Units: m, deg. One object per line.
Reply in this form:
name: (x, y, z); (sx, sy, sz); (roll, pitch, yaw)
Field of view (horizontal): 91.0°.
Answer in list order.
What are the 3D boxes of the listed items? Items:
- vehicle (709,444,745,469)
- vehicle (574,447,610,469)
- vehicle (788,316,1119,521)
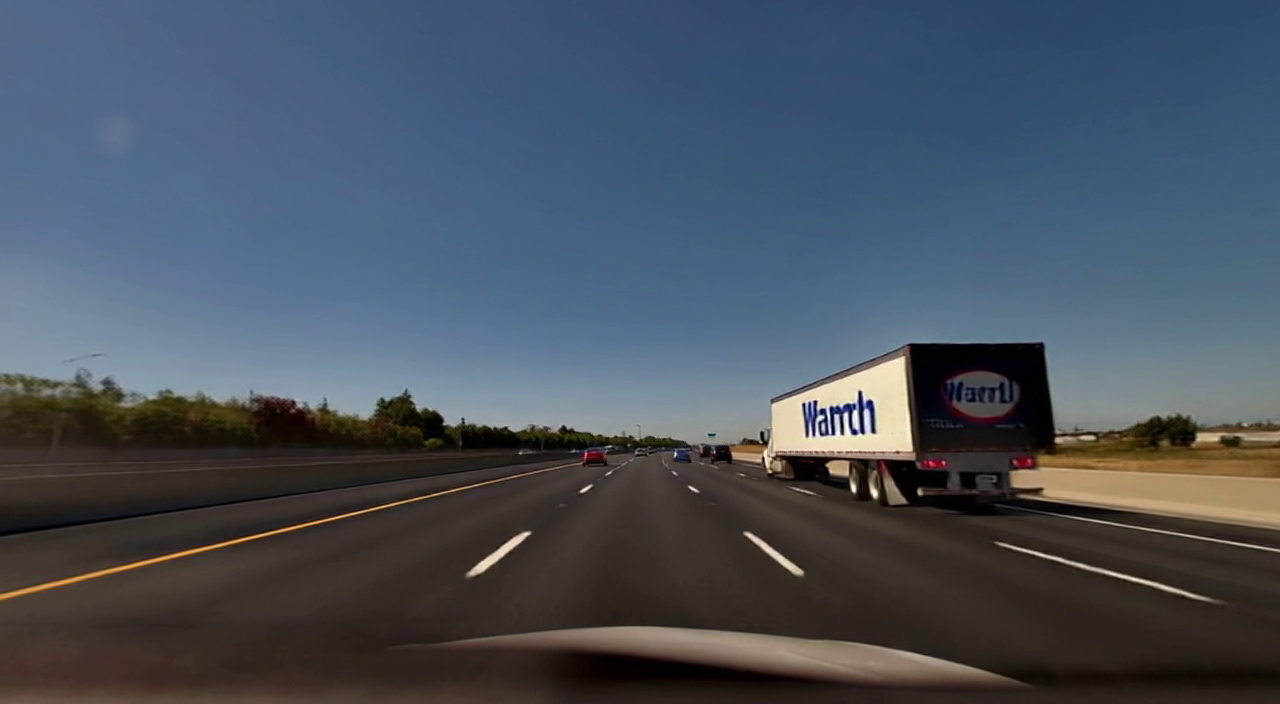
vehicle: (6.411, 7.738, 46.896); (2.188, 1.727, 4.381); (0, -9, 2)
vehicle: (-3.369, 7.589, 45.251); (2.164, 1.507, 4.748); (0, -9, 1)
vehicle: (8.109, 2.474, 20.505); (2.912, 4.143, 15.538); (0, -9, 0)
